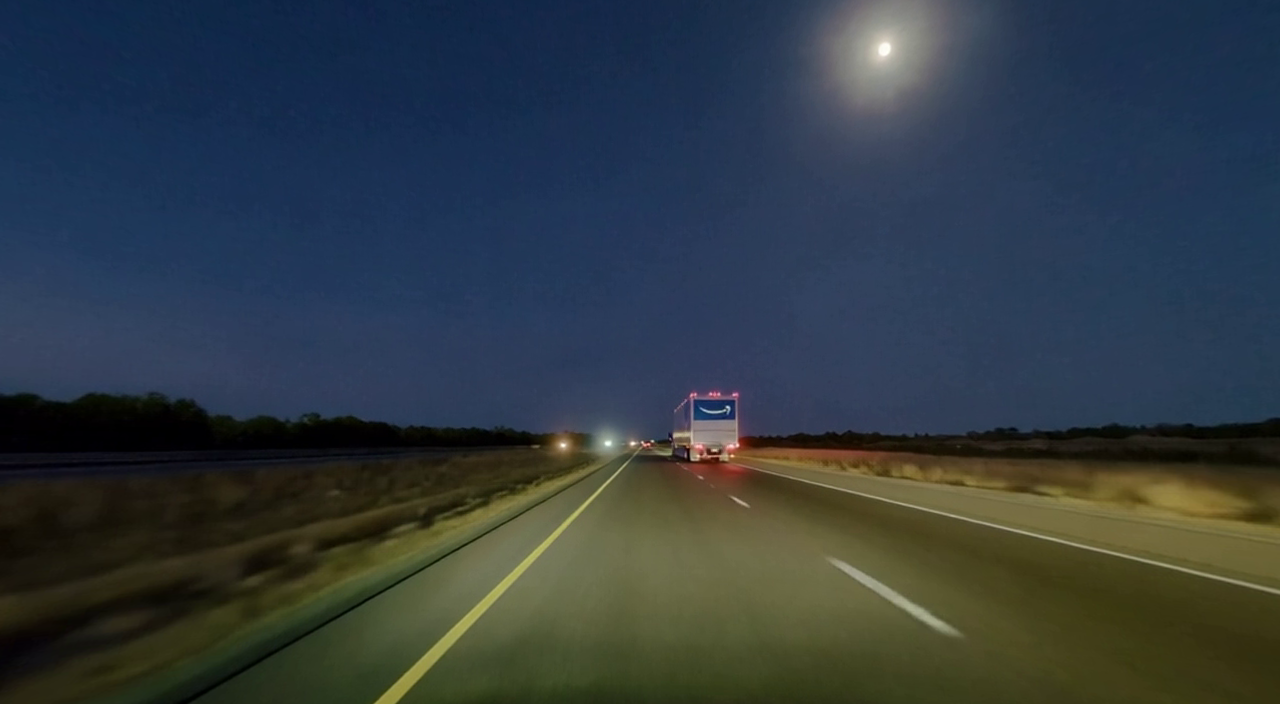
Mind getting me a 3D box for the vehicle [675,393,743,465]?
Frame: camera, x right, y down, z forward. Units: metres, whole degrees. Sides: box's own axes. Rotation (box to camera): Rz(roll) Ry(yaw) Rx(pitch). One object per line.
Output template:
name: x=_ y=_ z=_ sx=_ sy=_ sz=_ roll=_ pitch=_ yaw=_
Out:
vehicle: x=4.672 y=5.899 z=46.511 sx=3.190 sy=4.365 sz=16.625 roll=0 pitch=-8 yaw=0
